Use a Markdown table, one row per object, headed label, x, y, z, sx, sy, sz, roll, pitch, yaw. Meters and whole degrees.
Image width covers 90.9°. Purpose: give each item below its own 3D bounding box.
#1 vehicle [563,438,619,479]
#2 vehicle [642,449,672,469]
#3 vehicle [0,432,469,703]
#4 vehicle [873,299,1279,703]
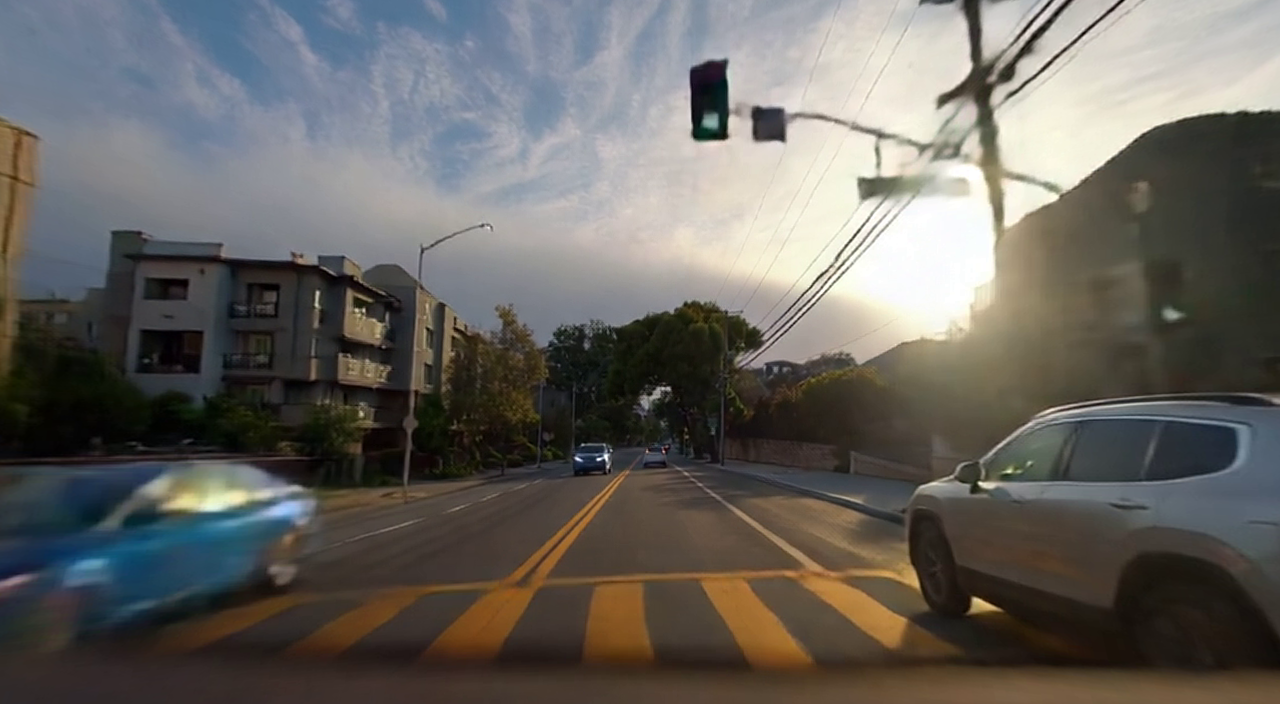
| label | x | y | z | sx | sy | sz | roll | pitch | yaw |
| --- | --- | --- | --- | --- | --- | --- | --- | --- | --- |
| vehicle | -2.586 | 5.836 | 34.894 | 2.469 | 2.023 | 5.896 | 0 | -9 | 1 |
| vehicle | 1.238 | 8.032 | 47.473 | 2.097 | 1.463 | 4.043 | 0 | -9 | 0 |
| vehicle | -3.091 | 1.495 | 5.386 | 2.170 | 1.513 | 4.270 | 0 | -9 | -2 |
| vehicle | 3.335 | 0.984 | 3.726 | 2.130 | 1.863 | 4.844 | 0 | -9 | 1 |
